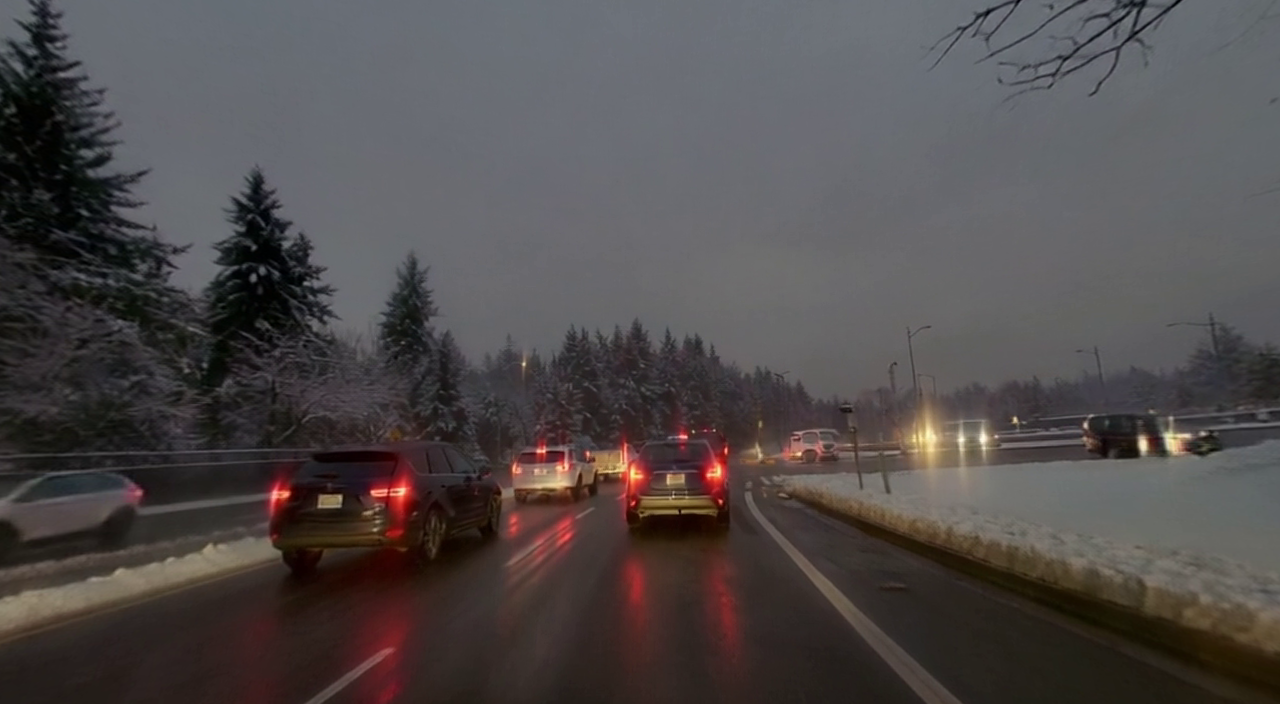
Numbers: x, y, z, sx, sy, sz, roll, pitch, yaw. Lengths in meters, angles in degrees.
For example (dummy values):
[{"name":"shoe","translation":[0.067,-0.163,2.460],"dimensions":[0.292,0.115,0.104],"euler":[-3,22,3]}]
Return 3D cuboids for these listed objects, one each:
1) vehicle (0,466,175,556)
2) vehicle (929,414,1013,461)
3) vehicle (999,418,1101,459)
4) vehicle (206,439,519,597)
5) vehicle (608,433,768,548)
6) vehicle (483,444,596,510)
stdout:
[{"name":"vehicle","translation":[-12.347,3.158,12.933],"dimensions":[1.911,1.494,4.471],"euler":[-1,-9,4]},{"name":"vehicle","translation":[14.895,3.926,28.662],"dimensions":[2.288,1.933,4.612],"euler":[-2,-9,14]},{"name":"vehicle","translation":[18.157,3.897,28.137],"dimensions":[1.803,1.518,3.893],"euler":[-6,-9,0]},{"name":"vehicle","translation":[-3.134,1.936,8.308],"dimensions":[1.940,1.502,4.241],"euler":[-1,-9,4]},{"name":"vehicle","translation":[0.734,2.187,10.630],"dimensions":[2.142,1.528,4.133],"euler":[0,-9,3]},{"name":"vehicle","translation":[-2.464,3.205,16.608],"dimensions":[1.870,1.490,4.187],"euler":[-1,-9,6]}]
